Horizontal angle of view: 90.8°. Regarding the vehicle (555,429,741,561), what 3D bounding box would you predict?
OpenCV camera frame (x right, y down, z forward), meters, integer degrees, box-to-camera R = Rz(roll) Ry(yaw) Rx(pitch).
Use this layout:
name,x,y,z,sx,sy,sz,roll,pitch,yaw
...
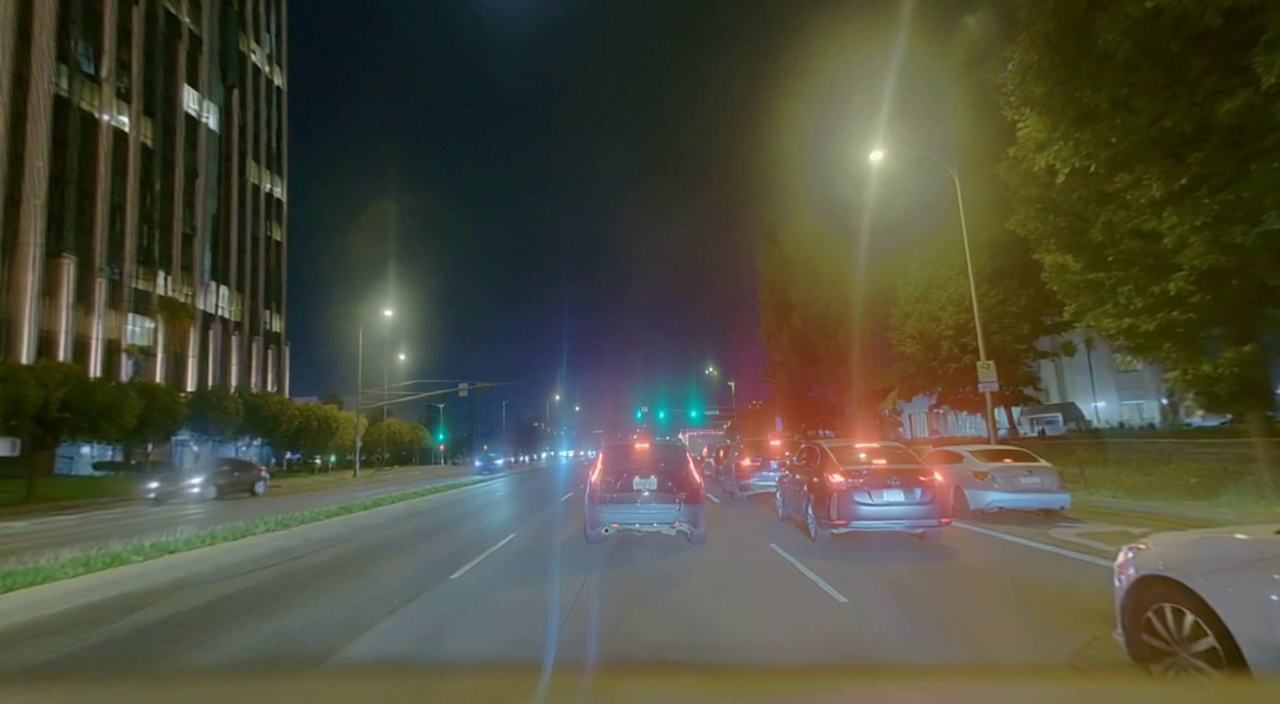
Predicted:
name,x,y,z,sx,sy,sz,roll,pitch,yaw
vehicle,0.057,1.926,9.281,2.105,1.474,4.127,0,-8,-1

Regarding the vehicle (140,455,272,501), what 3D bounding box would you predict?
name,x,y,z,sx,sy,sz,roll,pitch,yaw
vehicle,-16.190,4.693,23.922,1.848,1.447,4.501,0,-8,-1

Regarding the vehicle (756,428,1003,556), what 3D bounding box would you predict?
name,x,y,z,sx,sy,sz,roll,pitch,yaw
vehicle,3.256,1.992,9.792,1.995,1.483,4.533,0,-8,-1

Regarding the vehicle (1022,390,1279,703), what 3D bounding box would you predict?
name,x,y,z,sx,sy,sz,roll,pitch,yaw
vehicle,3.219,0.749,1.296,1.982,1.491,4.664,0,-8,1

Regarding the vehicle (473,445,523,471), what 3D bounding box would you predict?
name,x,y,z,sx,sy,sz,roll,pitch,yaw
vehicle,-9.079,6.812,40.843,2.000,1.519,4.964,0,-8,1
